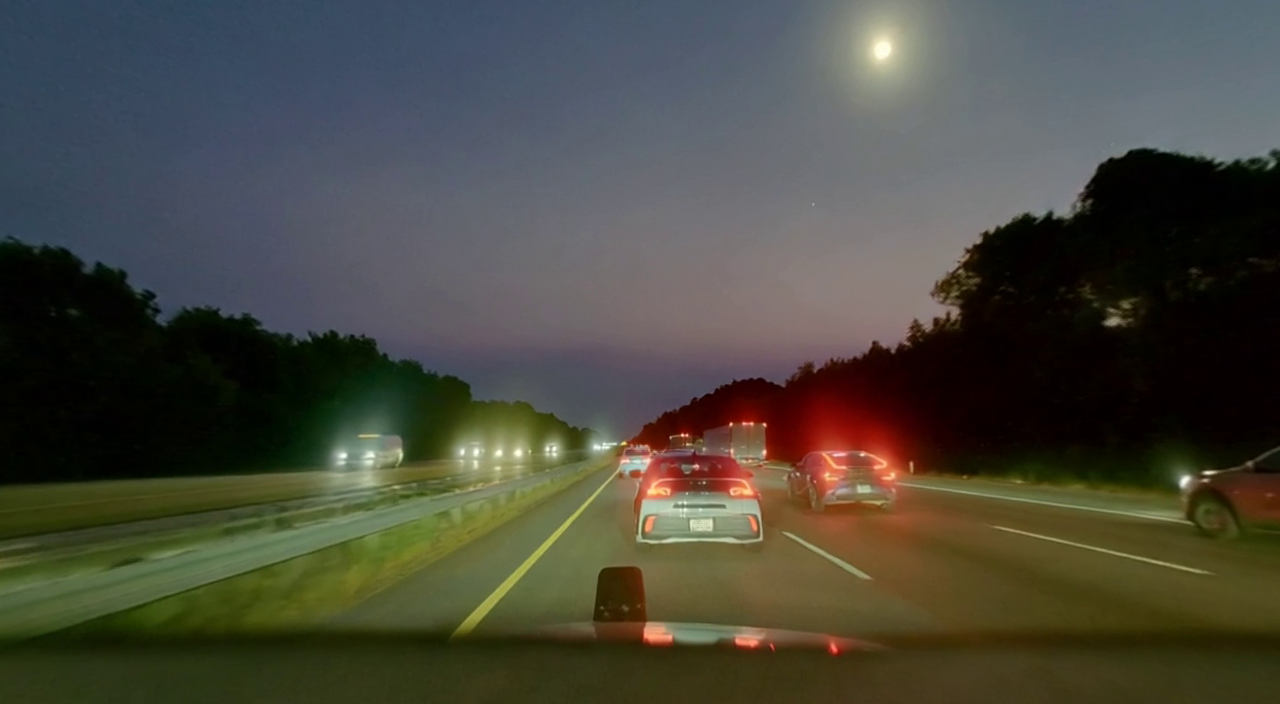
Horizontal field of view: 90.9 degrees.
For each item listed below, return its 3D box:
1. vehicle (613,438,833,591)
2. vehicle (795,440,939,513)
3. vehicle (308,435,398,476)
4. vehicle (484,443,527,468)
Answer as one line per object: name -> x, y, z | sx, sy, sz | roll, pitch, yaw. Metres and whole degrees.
vehicle -> 0.740, 1.843, 7.927 | 2.094, 1.426, 3.725 | 0, -9, -2
vehicle -> 5.308, 2.953, 15.410 | 1.908, 1.500, 4.157 | 0, -9, -1
vehicle -> -12.875, 4.670, 28.607 | 1.991, 1.677, 4.499 | 0, -9, -1
vehicle -> -8.557, 6.645, 40.425 | 1.865, 1.479, 3.882 | -1, -9, 1
